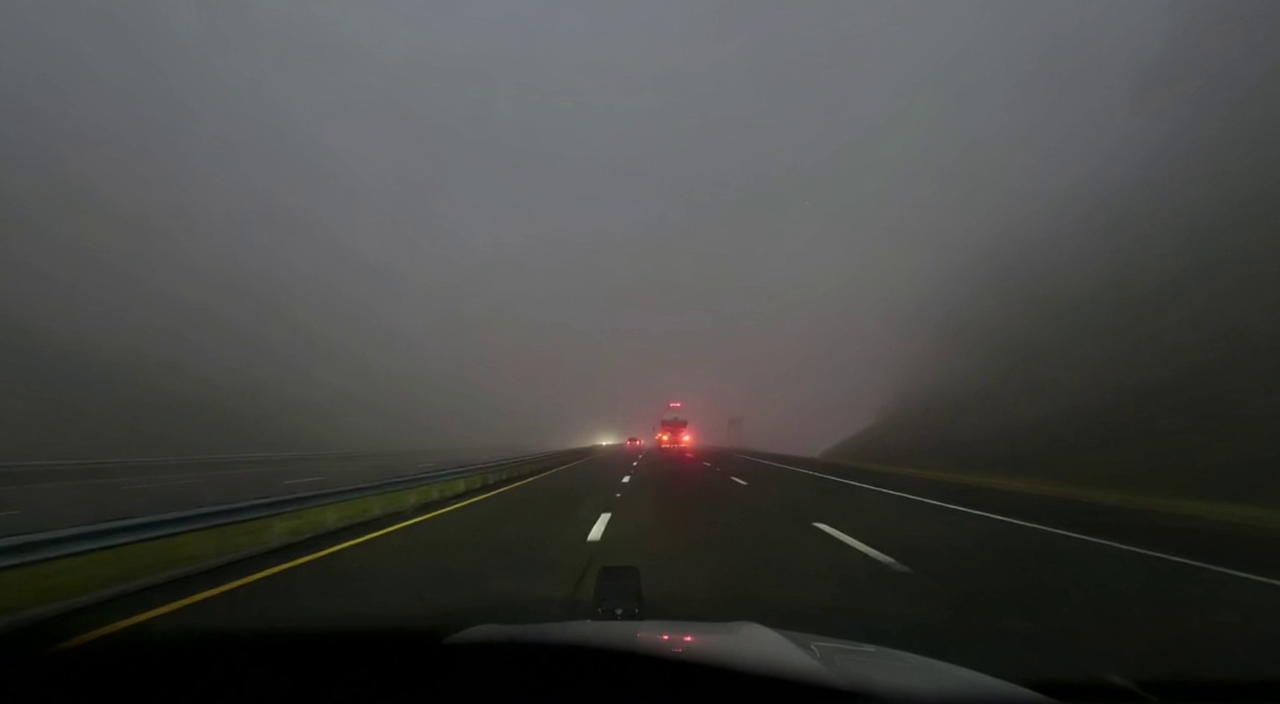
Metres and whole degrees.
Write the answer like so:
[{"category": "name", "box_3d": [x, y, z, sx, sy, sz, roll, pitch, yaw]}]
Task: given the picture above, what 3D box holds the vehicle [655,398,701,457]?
[{"category": "vehicle", "box_3d": [2.563, 5.625, 46.255, 2.946, 3.745, 11.516, 0, -8, 1]}]
